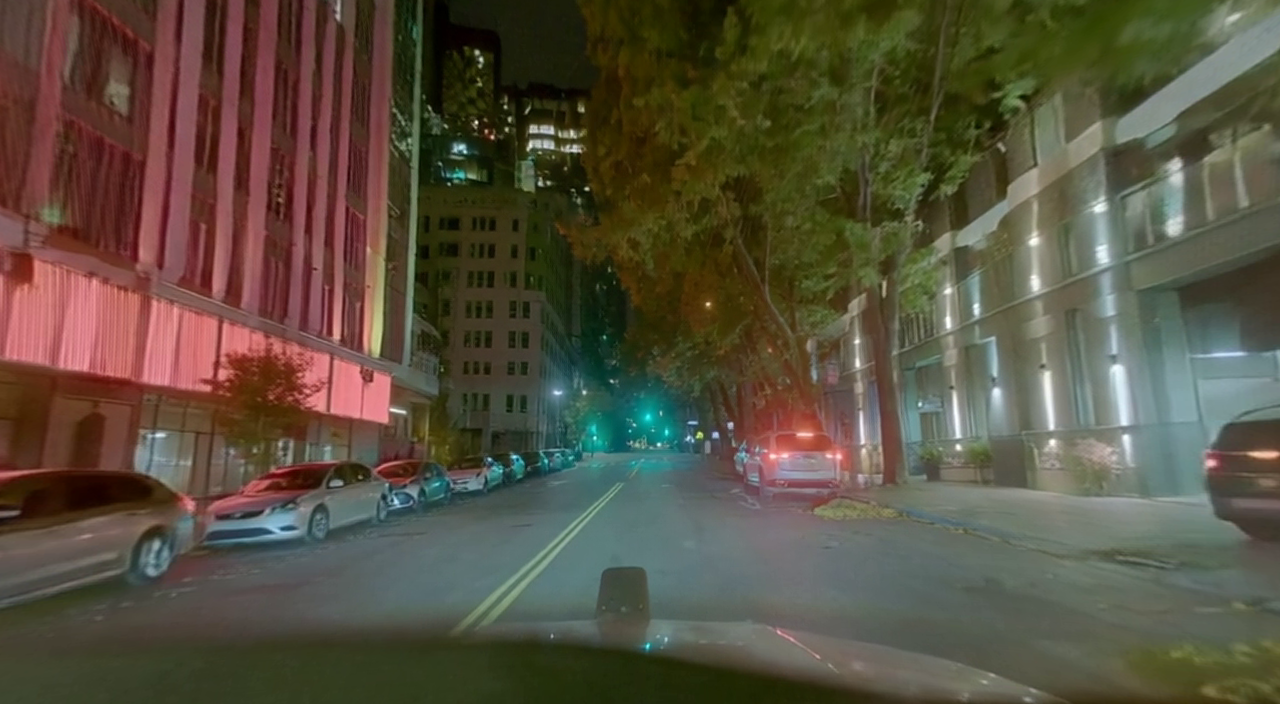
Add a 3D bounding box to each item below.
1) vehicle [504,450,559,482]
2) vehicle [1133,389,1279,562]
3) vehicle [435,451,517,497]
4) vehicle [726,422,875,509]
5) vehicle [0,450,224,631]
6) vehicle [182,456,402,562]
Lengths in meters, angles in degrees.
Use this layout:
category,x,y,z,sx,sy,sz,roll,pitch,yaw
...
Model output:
category,x,y,z,sx,sy,sz,roll,pitch,yaw
vehicle,-5.945,6.274,35.084,2.270,1.539,4.855,-2,-8,-1
vehicle,9.393,1.414,7.598,4.772,1.876,2.400,-1,-9,1
vehicle,-6.295,4.705,24.726,2.110,1.498,4.555,-2,-8,-1
vehicle,4.292,3.183,18.287,2.568,2.001,5.999,-2,-8,-1
vehicle,-6.918,1.893,6.530,2.123,1.596,4.659,-2,-8,-1
vehicle,-6.700,3.003,12.911,1.944,1.574,4.717,-2,-8,-1
